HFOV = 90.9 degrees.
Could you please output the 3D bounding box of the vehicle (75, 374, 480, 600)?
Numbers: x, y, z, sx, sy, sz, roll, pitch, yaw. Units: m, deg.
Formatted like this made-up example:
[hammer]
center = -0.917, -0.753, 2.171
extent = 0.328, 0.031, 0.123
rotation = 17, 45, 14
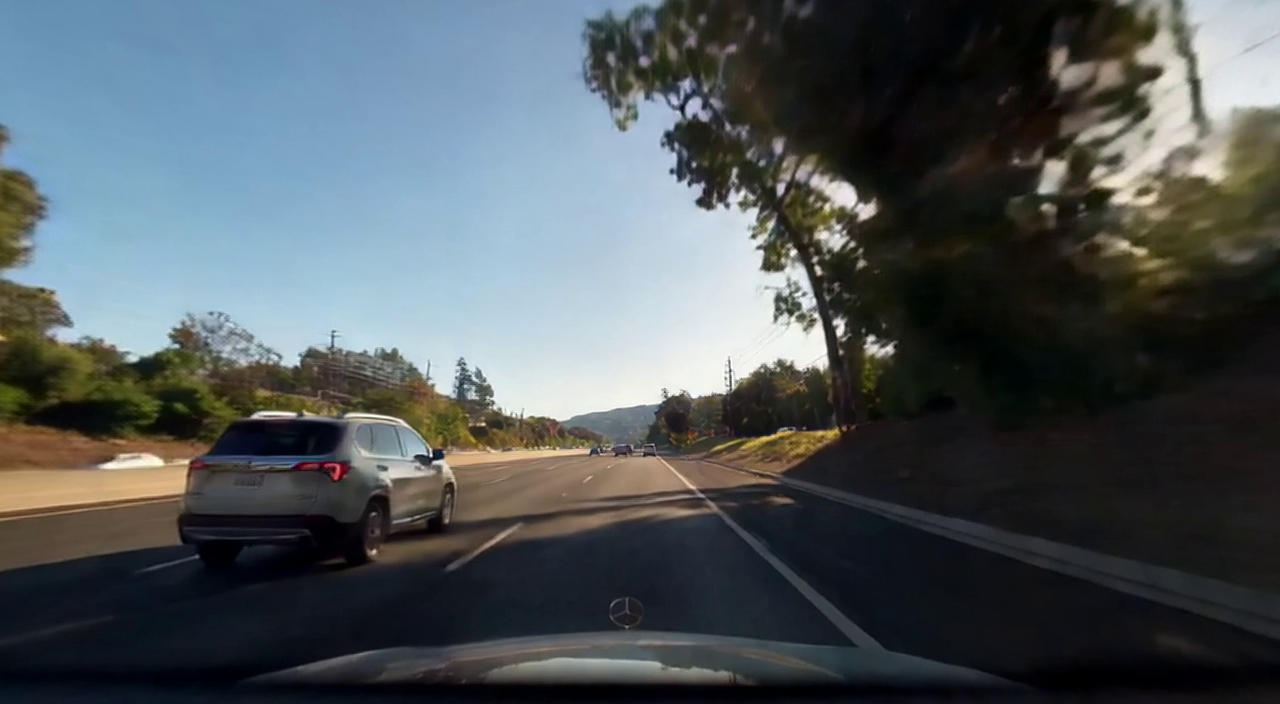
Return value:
[vehicle]
center = -3.831, 1.550, 8.129
extent = 2.136, 1.975, 5.037
rotation = 0, -8, 1
